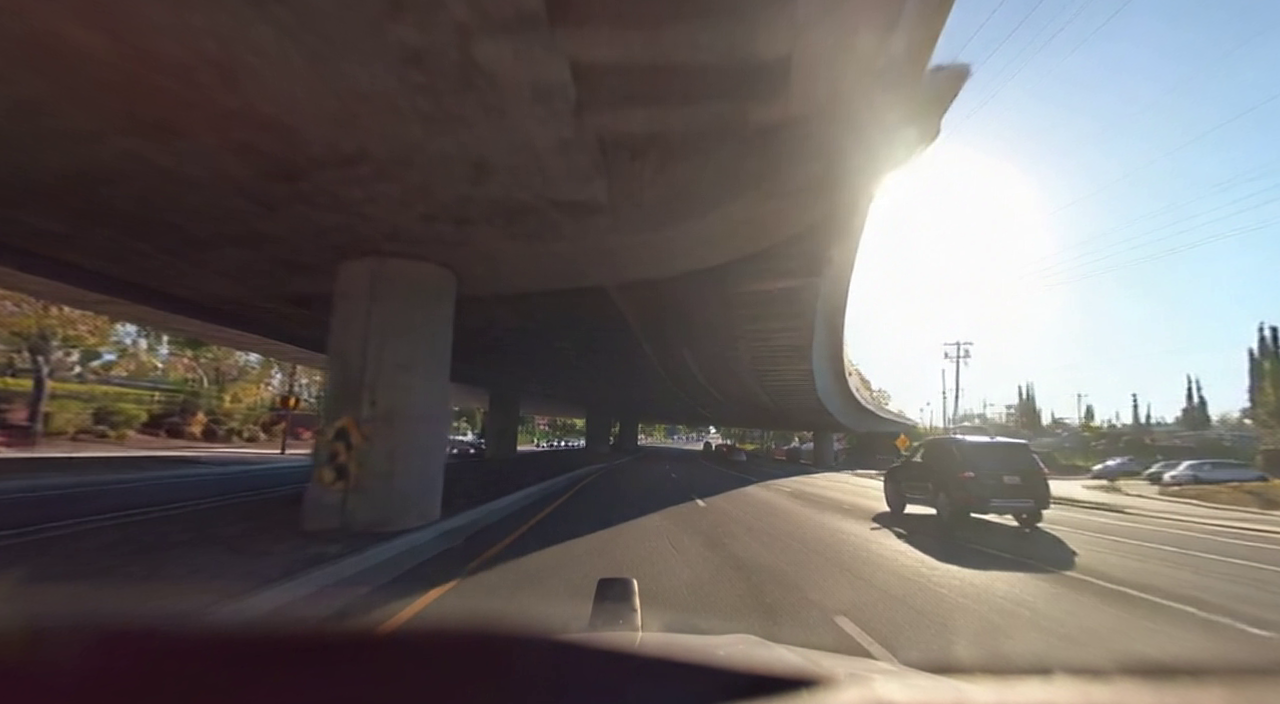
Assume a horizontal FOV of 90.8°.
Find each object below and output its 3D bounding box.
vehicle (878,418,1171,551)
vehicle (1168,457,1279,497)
[{"bbox_3d":[6.794,2.371,12.233,2.331,1.872,5.378,-3,-8,1],"label":"vehicle"},{"bbox_3d":[30.544,6.391,32.496,4.608,1.919,2.056,-1,-8,7],"label":"vehicle"}]
